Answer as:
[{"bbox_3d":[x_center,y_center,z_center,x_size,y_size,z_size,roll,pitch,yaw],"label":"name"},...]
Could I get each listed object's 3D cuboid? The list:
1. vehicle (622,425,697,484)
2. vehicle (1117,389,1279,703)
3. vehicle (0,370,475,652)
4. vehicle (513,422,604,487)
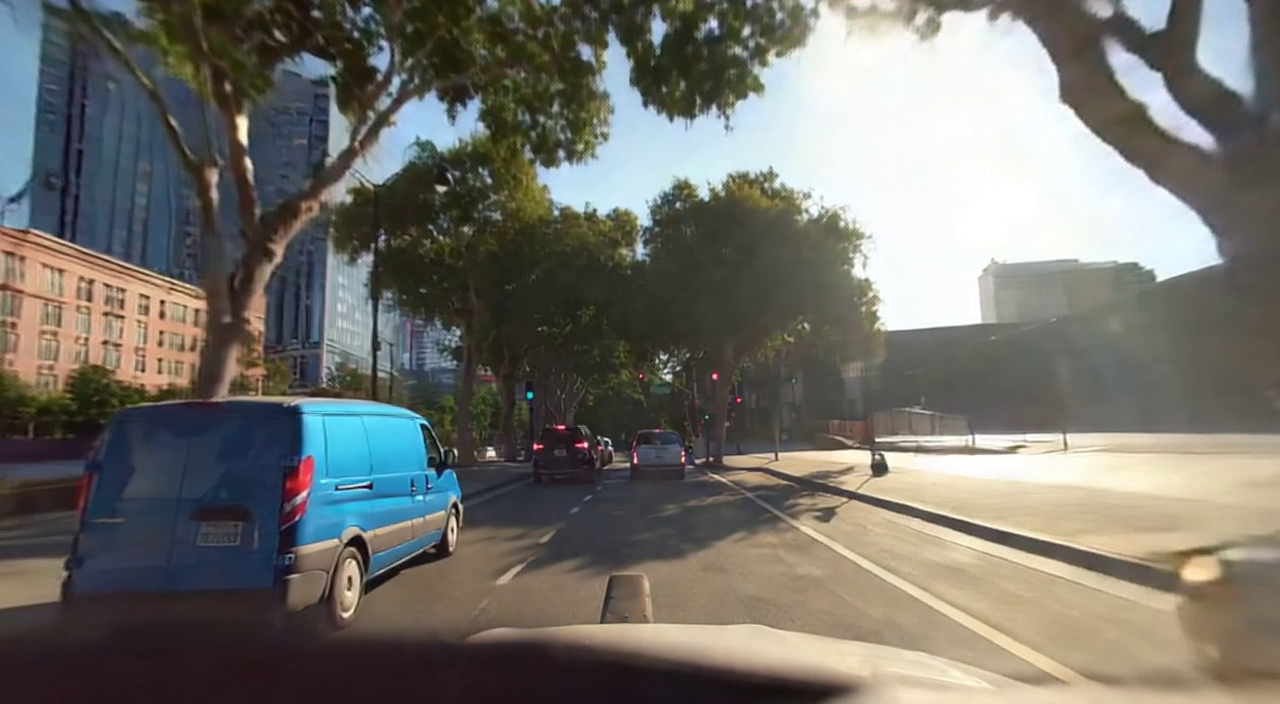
[{"bbox_3d":[0.626,3.329,20.735,2.205,1.727,3.917,0,-8,2],"label":"vehicle"},{"bbox_3d":[3.529,0.692,1.062,2.067,1.479,4.409,0,-8,2],"label":"vehicle"},{"bbox_3d":[-3.039,1.236,5.845,1.940,1.722,3.823,0,-8,0],"label":"vehicle"},{"bbox_3d":[-2.408,3.168,19.835,2.124,1.799,4.587,0,-8,2],"label":"vehicle"}]
